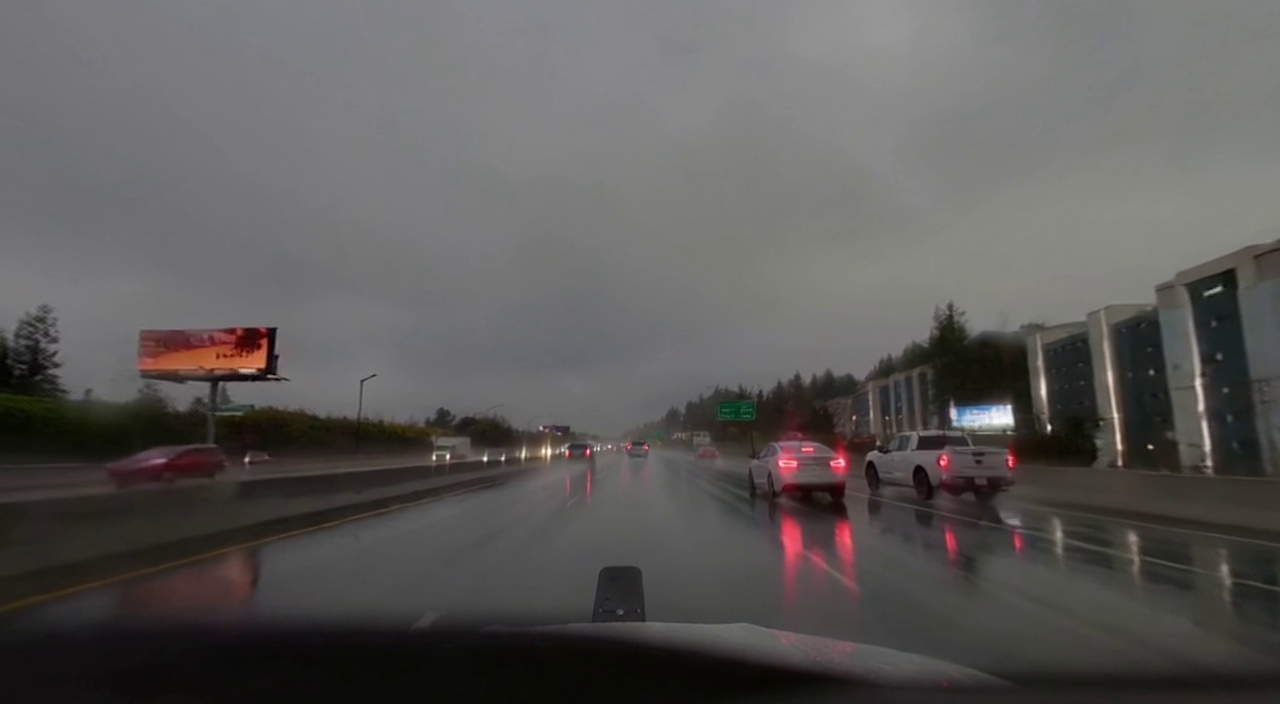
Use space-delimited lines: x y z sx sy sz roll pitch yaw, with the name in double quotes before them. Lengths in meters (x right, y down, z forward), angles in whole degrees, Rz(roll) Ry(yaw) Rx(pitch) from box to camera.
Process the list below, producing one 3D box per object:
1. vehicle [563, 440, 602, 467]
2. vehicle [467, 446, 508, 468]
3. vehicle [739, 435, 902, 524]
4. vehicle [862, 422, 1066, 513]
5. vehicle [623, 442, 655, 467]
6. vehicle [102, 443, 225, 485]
"vehicle" -3.949 7.114 44.307 2.256 1.756 4.745 0 -9 0
"vehicle" -11.160 7.716 46.509 1.888 1.486 4.616 0 -9 0
"vehicle" 3.463 2.552 13.187 1.987 1.509 4.512 0 -9 -1
"vehicle" 7.326 2.674 15.056 2.176 1.793 4.841 0 -9 -2
"vehicle" -0.069 7.355 45.566 2.191 1.685 4.015 0 -9 -1
"vehicle" -20.994 4.933 28.139 1.922 1.658 4.538 0 -9 -1
